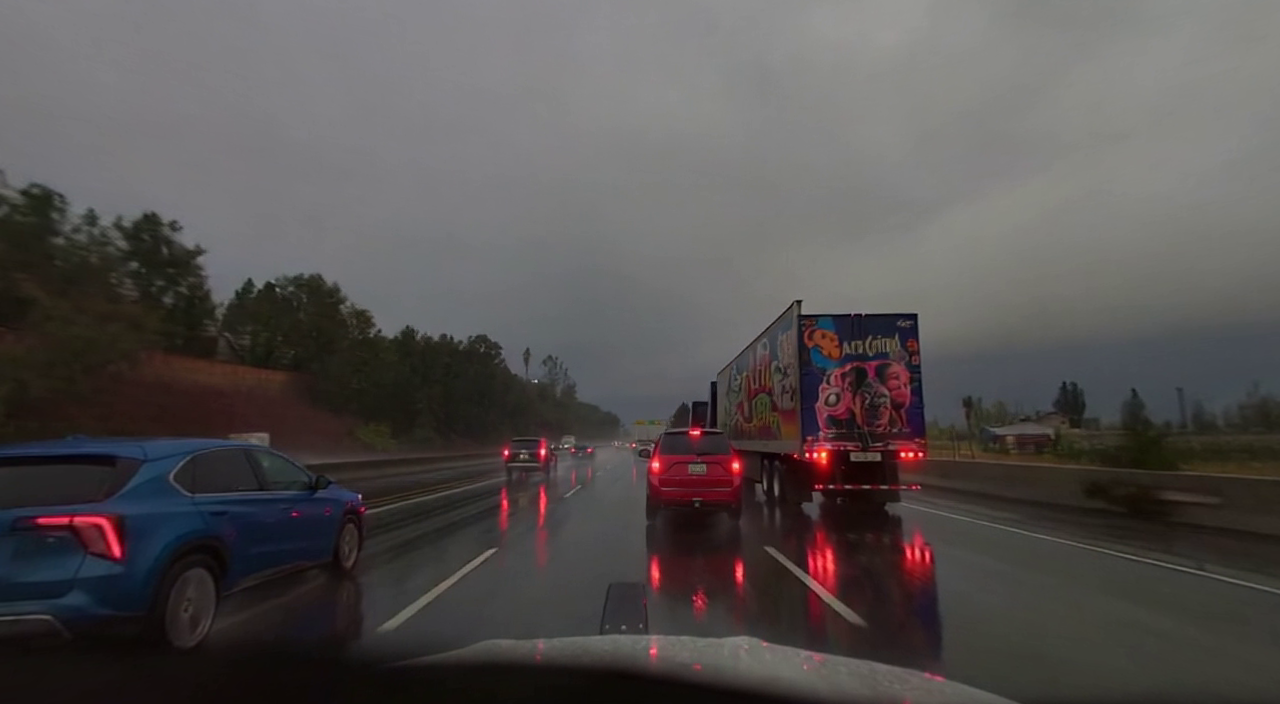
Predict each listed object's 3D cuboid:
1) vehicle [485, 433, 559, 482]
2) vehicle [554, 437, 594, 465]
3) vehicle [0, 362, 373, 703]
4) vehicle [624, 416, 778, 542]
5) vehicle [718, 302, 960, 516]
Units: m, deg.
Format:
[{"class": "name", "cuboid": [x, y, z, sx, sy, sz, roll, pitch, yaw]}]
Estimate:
[{"class": "vehicle", "cuboid": [-4.191, 3.809, 22.991, 1.905, 1.642, 3.803, 0, -8, 1]}, {"class": "vehicle", "cuboid": [-4.156, 6.319, 40.307, 2.014, 1.683, 4.275, 0, -8, 1]}, {"class": "vehicle", "cuboid": [-3.982, 1.131, 4.657, 1.983, 1.666, 4.452, 0, -8, 1]}, {"class": "vehicle", "cuboid": [0.768, 1.955, 10.249, 2.017, 1.662, 3.543, 0, -8, -2]}, {"class": "vehicle", "cuboid": [4.627, 2.050, 19.060, 2.828, 4.081, 14.220, 0, -8, 1]}]
